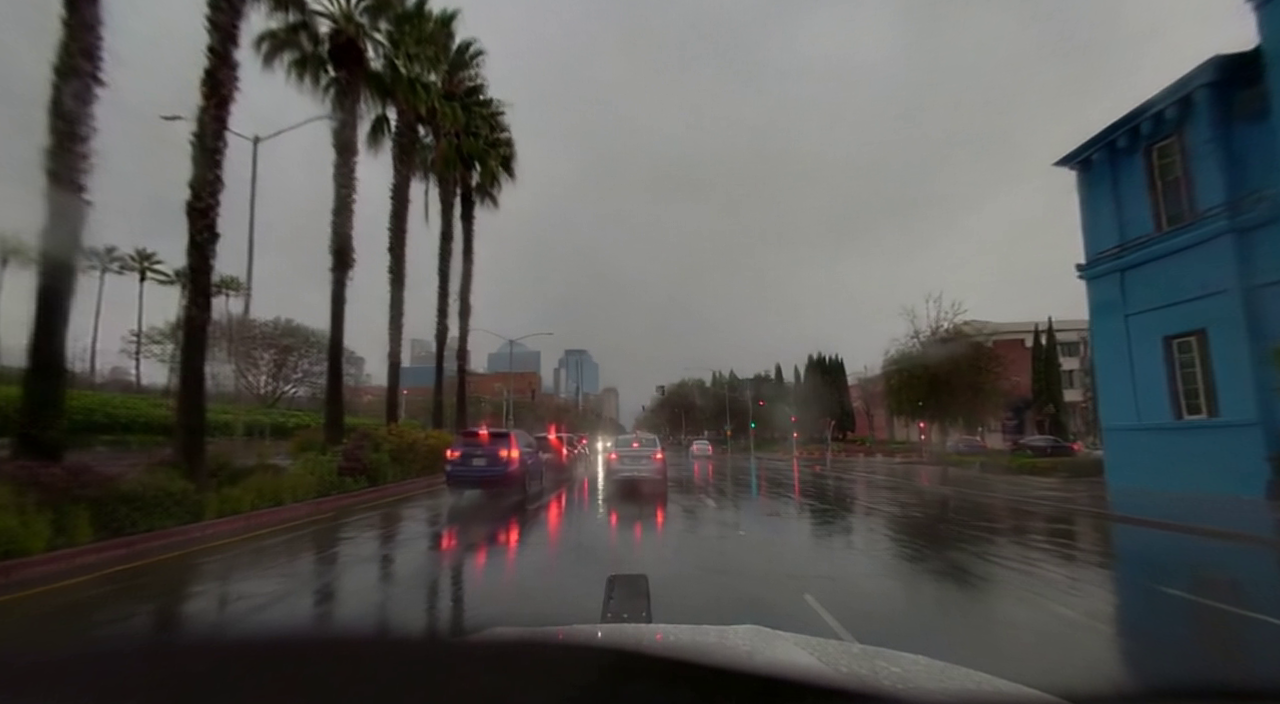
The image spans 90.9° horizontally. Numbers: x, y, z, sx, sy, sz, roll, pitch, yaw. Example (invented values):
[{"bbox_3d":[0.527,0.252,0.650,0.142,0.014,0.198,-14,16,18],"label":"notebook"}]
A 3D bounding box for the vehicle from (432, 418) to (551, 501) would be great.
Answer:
[{"bbox_3d":[-3.469,2.611,15.610,1.914,1.741,4.398,0,-9,-1],"label":"vehicle"}]

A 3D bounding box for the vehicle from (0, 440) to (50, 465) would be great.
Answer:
[{"bbox_3d":[-36.961,5.837,36.757,1.608,1.428,3.457,-8,-12,42],"label":"vehicle"}]

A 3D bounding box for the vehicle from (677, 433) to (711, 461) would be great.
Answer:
[{"bbox_3d":[3.712,6.727,44.455,1.992,1.834,4.572,0,-9,0],"label":"vehicle"}]

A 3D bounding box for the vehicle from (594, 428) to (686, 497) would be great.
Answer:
[{"bbox_3d":[-0.006,2.874,16.693,2.114,1.585,4.285,0,-9,0],"label":"vehicle"}]

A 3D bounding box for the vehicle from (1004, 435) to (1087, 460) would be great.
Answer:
[{"bbox_3d":[25.438,6.020,39.622,3.914,1.427,1.779,-1,-8,1],"label":"vehicle"}]
